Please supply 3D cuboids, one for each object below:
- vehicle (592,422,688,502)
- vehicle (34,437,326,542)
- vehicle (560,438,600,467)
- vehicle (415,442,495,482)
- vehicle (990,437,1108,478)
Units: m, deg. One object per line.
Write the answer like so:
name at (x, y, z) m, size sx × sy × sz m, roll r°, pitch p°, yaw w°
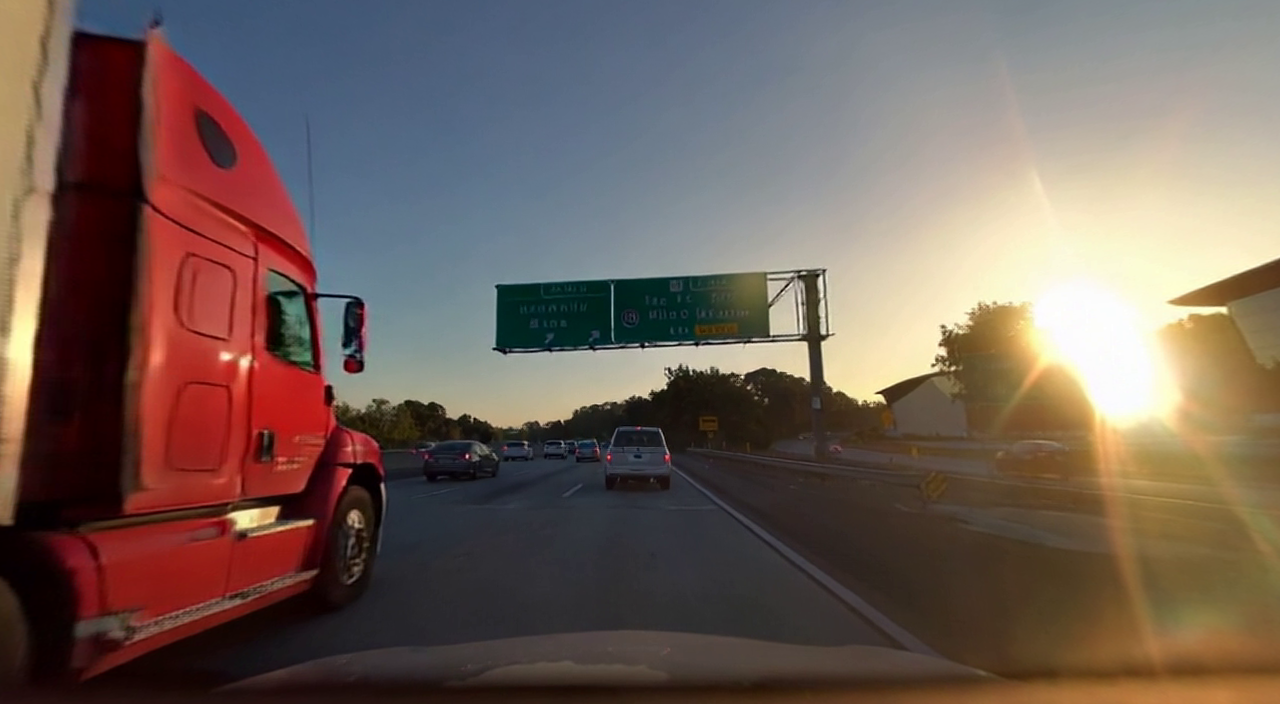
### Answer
vehicle at (0.000, 2.774, 16.194) m, size 2.152 × 1.779 × 3.924 m, roll 0°, pitch -9°, yaw 0°
vehicle at (-7.602, 2.271, 11.118) m, size 1.864 × 1.458 × 4.295 m, roll 0°, pitch -9°, yaw 0°
vehicle at (-3.549, 6.041, 38.164) m, size 1.952 × 1.649 × 4.131 m, roll 0°, pitch -9°, yaw 1°
vehicle at (-7.374, 4.416, 25.590) m, size 1.869 × 1.466 × 4.217 m, roll 0°, pitch -9°, yaw 1°
vehicle at (16.292, 4.230, 25.502) m, size 1.918 × 1.472 × 4.782 m, roll -1°, pitch -9°, yaw 5°
